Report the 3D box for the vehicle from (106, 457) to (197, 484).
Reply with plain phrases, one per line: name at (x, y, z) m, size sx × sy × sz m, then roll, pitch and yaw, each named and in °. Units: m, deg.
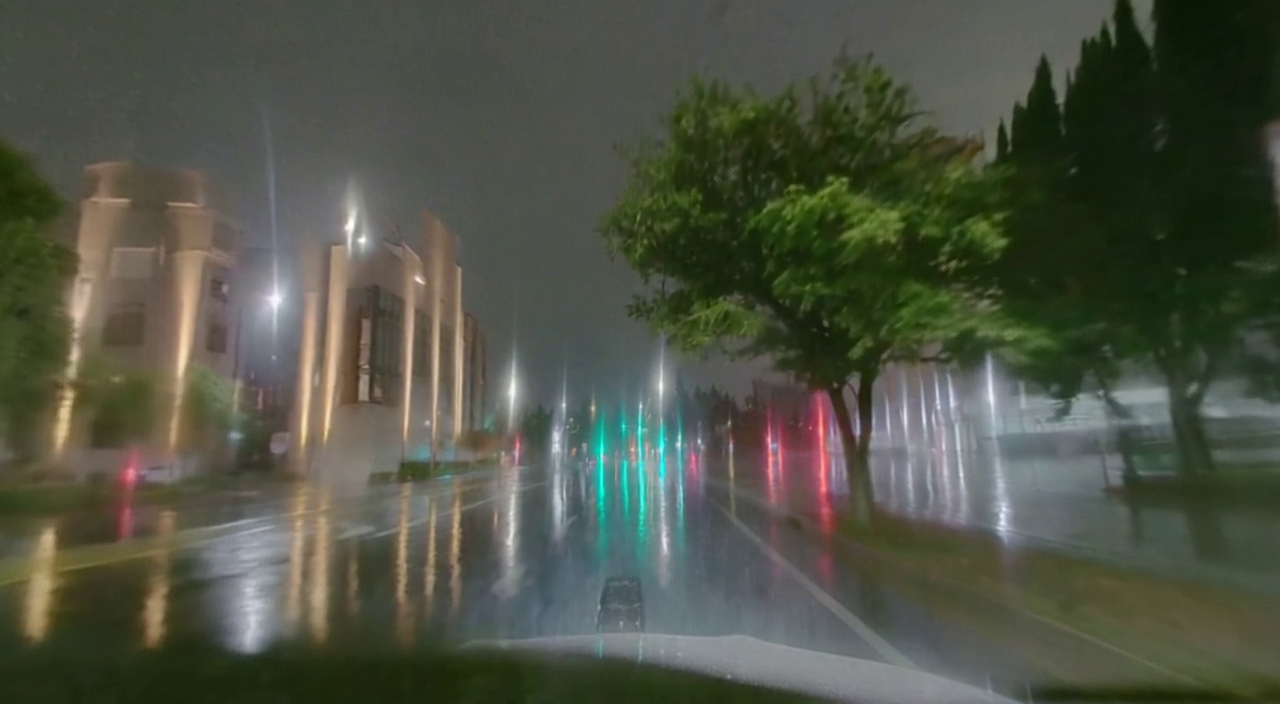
vehicle at (-32.548, 7.889, 42.078) m, size 4.308 × 1.598 × 1.891 m, roll 0°, pitch -8°, yaw -8°
